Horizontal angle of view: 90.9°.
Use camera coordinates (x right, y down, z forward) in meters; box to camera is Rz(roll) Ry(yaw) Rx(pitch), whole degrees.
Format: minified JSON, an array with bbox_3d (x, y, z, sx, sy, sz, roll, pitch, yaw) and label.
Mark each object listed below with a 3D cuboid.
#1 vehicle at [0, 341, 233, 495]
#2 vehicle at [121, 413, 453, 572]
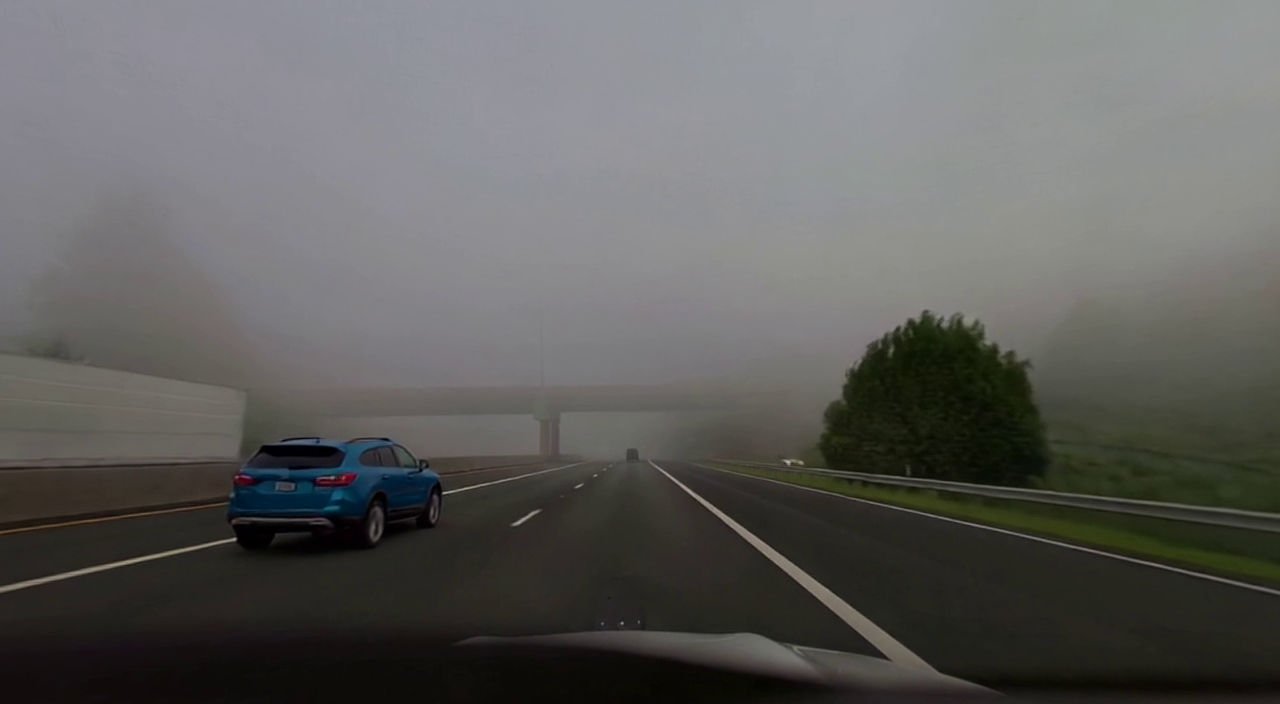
[{"bbox_3d":[-18.201,2.080,18.701,2.886,3.971,14.161,0,-9,0],"label":"vehicle"},{"bbox_3d":[-4.625,1.920,9.417,2.221,1.750,4.706,0,-9,0],"label":"vehicle"}]
